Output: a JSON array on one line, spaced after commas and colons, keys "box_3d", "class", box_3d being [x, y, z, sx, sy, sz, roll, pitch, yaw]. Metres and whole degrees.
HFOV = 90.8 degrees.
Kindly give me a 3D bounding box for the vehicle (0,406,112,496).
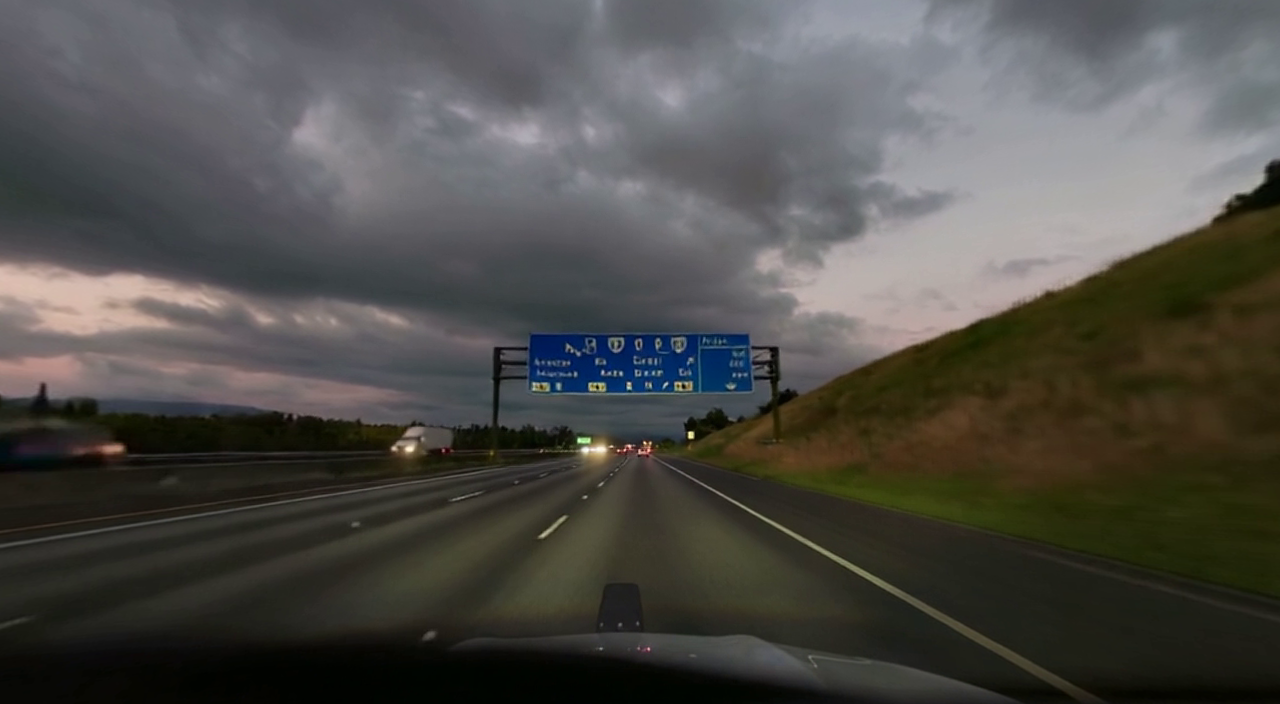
[{"box_3d": [-14.787, 2.171, 13.781, 2.059, 1.916, 5.094, 0, -9, -1], "class": "vehicle"}]
